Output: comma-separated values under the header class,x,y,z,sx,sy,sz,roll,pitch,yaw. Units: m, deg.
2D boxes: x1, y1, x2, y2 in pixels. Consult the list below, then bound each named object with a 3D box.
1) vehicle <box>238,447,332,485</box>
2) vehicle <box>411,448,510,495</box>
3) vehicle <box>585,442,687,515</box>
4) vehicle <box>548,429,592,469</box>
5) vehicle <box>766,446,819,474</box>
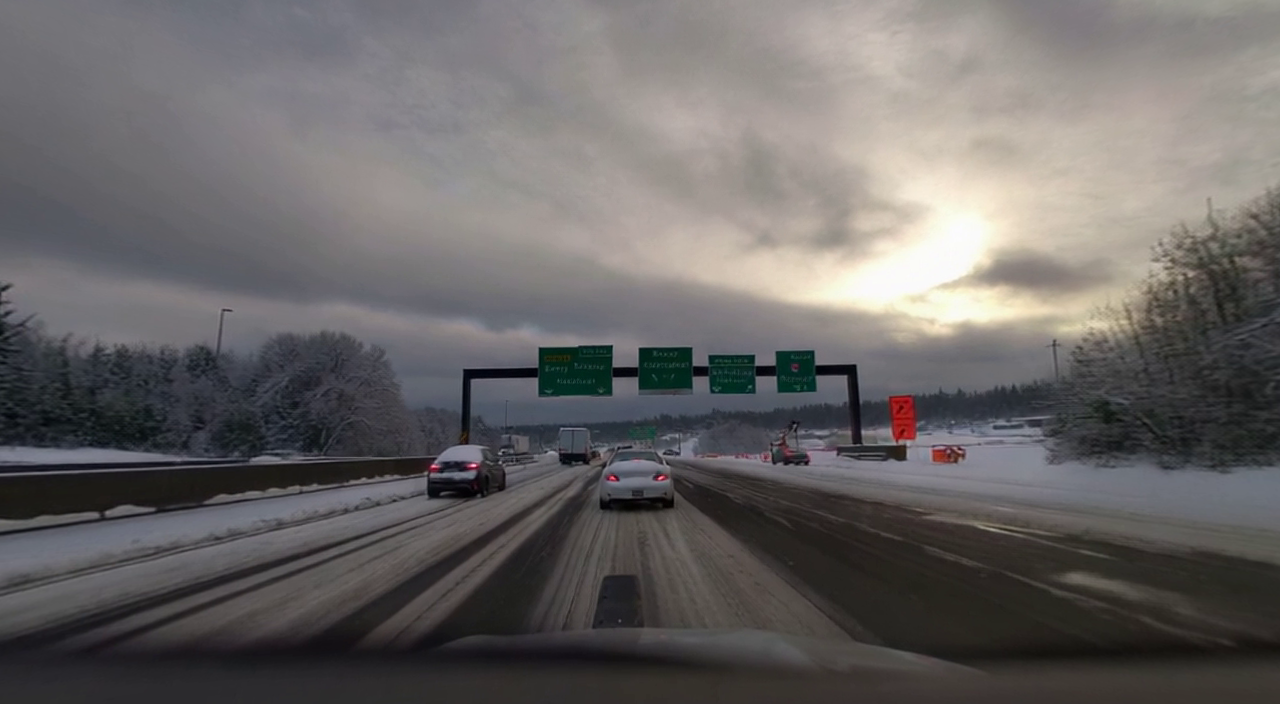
class,x,y,z,sx,sy,sz,roll,pitch,yaw
vehicle,-19.198,6.162,34.332,2.107,1.844,5.102,0,-9,1
vehicle,-5.940,3.987,21.372,2.063,1.417,4.000,-1,-9,2
vehicle,-0.128,2.849,14.591,2.080,1.451,3.512,0,-9,-1
vehicle,-4.902,6.985,45.290,2.326,2.645,6.249,0,-9,1
vehicle,8.373,5.944,34.798,1.871,1.460,3.754,0,-9,-2
